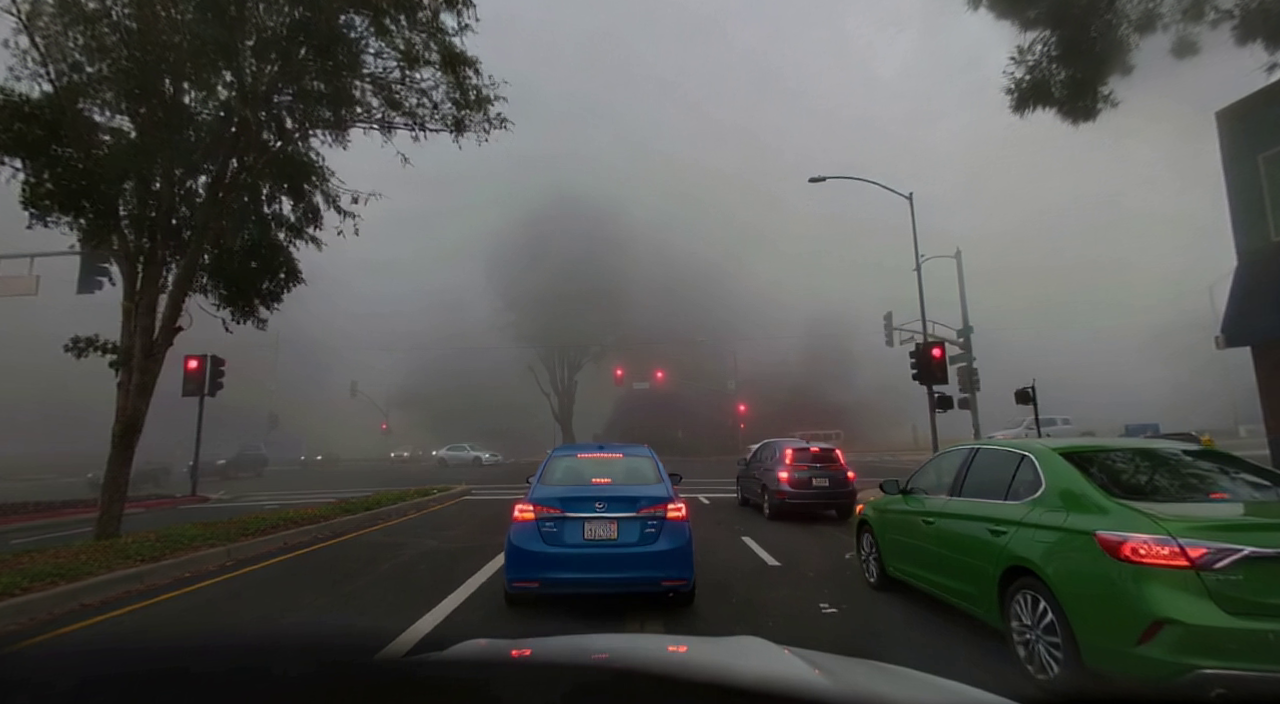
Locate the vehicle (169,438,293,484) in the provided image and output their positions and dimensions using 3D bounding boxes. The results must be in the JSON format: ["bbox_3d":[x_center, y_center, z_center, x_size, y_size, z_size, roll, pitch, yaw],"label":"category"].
[{"bbox_3d":[-17.987,4.805,28.155,2.295,1.858,4.748,0,-8,0],"label":"vehicle"}]

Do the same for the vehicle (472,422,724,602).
[{"bbox_3d":[-0.374,1.652,7.388,2.143,1.520,3.848,0,-8,-1],"label":"vehicle"}]

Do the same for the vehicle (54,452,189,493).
[{"bbox_3d":[-21.175,4.910,26.092,1.859,1.473,4.400,0,-8,-1],"label":"vehicle"}]

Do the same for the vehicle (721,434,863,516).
[{"bbox_3d":[3.182,2.670,14.298,2.026,1.549,4.559,0,-8,-1],"label":"vehicle"}]

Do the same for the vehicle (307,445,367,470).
[{"bbox_3d":[-21.559,7.480,45.123,1.935,1.701,4.590,0,-8,1],"label":"vehicle"}]

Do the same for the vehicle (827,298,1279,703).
[{"bbox_3d":[3.583,1.104,5.060,2.572,1.945,5.065,0,-8,0],"label":"vehicle"}]
